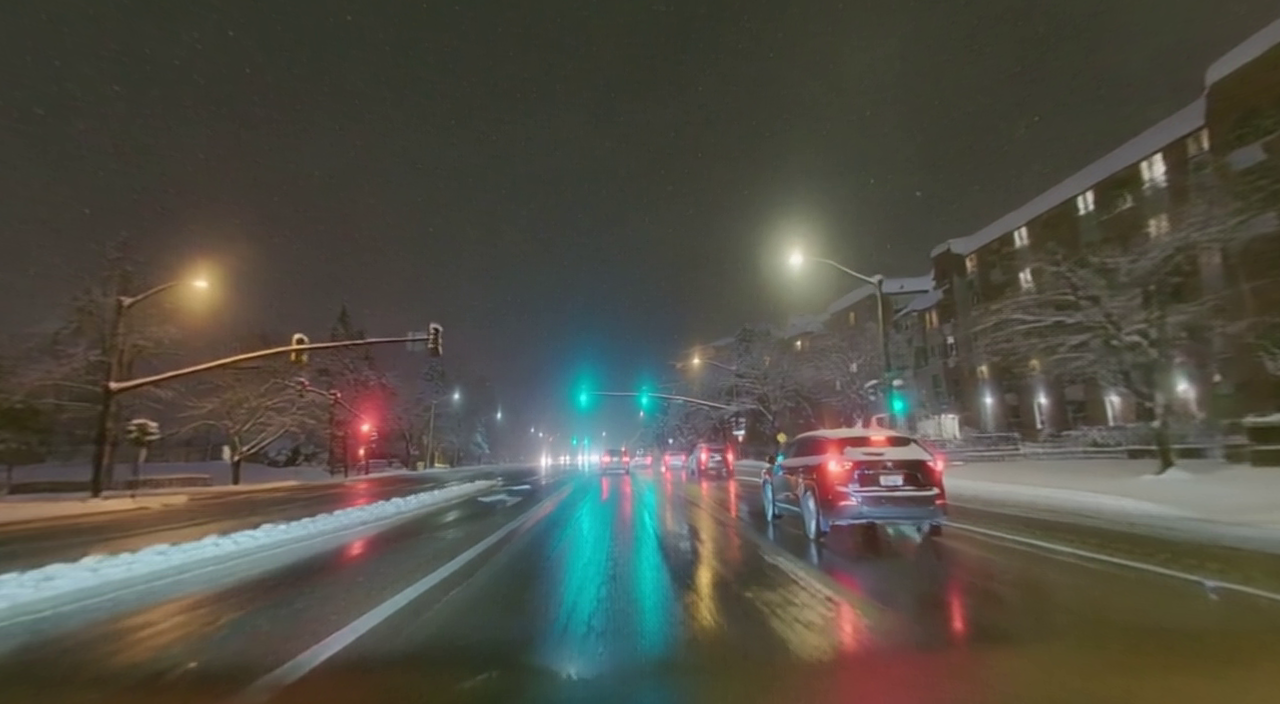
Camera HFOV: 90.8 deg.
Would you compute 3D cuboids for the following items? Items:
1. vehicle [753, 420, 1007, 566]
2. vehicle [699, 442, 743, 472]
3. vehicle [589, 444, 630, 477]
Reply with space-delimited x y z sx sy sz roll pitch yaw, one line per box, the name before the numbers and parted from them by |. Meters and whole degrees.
vehicle | 3.215 2.002 9.722 1.893 1.664 4.670 0 -9 -2
vehicle | 5.458 7.189 43.286 2.052 1.886 5.297 0 -9 -4
vehicle | -1.623 5.875 34.357 2.101 1.641 4.341 0 -9 -2
